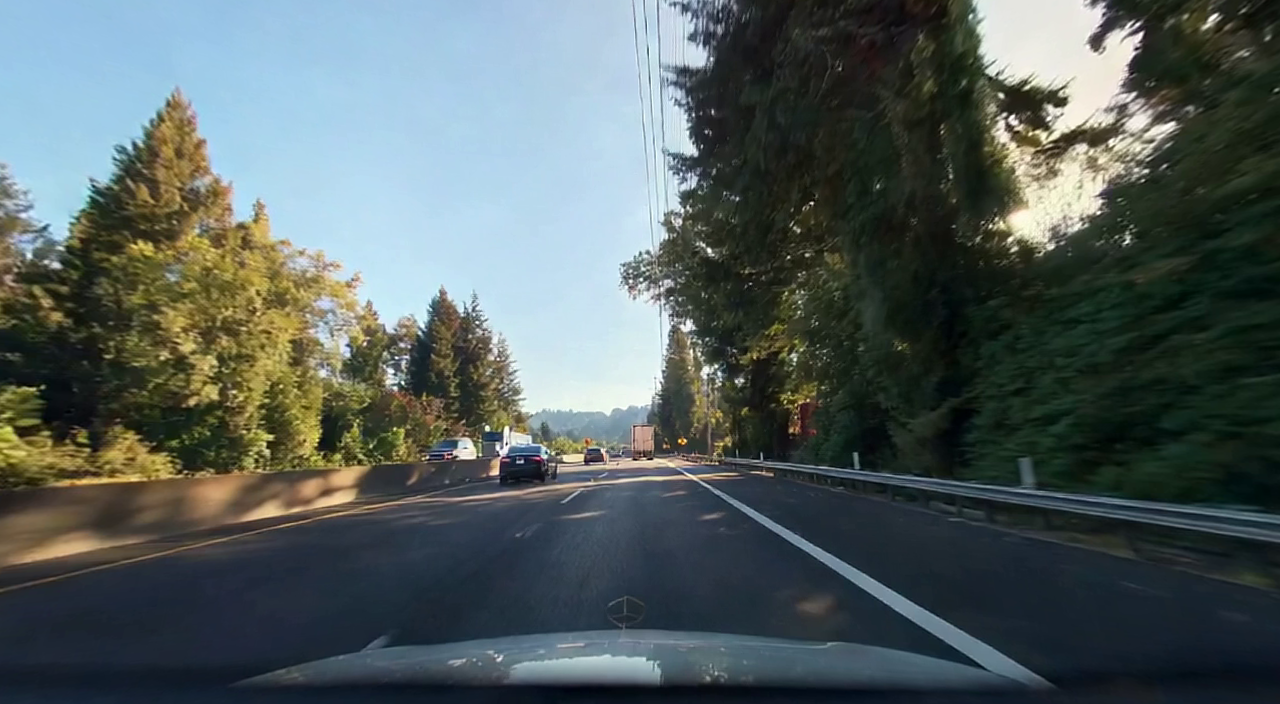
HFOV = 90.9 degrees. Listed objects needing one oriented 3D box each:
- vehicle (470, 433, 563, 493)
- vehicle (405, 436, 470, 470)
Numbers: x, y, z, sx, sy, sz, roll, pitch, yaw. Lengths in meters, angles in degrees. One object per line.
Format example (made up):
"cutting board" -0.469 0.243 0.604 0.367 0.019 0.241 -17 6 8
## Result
"vehicle" -3.869 3.569 20.523 2.111 1.735 4.066 0 -9 1
"vehicle" -11.872 5.937 37.342 2.165 1.856 5.016 0 -9 0
